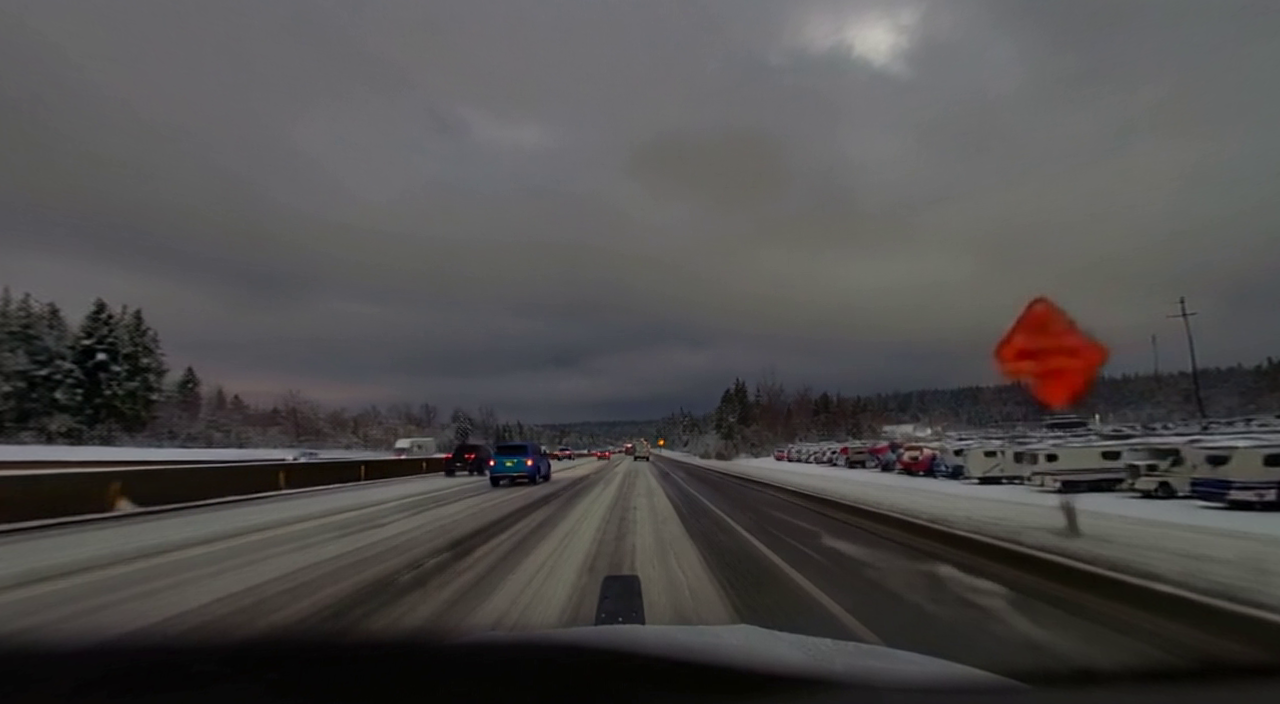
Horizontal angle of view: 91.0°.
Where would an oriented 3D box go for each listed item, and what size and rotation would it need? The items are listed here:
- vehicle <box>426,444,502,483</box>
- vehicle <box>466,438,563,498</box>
[{"bbox_3d":[-7.557,4.822,27.570,1.991,1.538,4.360,0,-9,1],"label":"vehicle"},{"bbox_3d":[-3.793,3.595,19.903,2.070,1.665,4.213,0,-9,2],"label":"vehicle"}]
